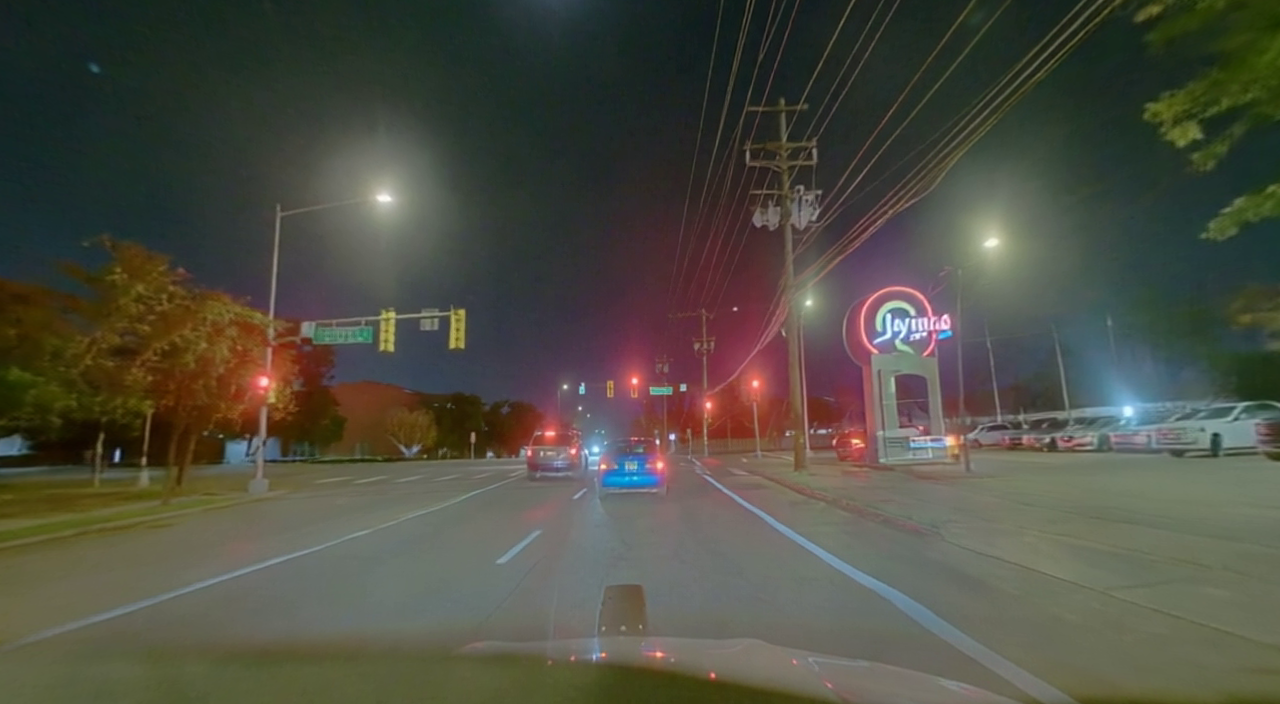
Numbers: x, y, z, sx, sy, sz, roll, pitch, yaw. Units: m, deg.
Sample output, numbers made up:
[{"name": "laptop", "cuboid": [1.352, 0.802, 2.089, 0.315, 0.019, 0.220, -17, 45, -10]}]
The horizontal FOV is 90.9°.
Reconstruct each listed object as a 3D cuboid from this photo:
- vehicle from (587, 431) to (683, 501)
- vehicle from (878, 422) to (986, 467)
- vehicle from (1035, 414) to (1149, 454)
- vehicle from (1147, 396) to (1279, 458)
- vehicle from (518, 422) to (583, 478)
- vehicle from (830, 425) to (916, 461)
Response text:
[{"name": "vehicle", "cuboid": [-0.185, 2.770, 15.727, 2.070, 1.481, 4.216, 0, -8, -2]}, {"name": "vehicle", "cuboid": [10.410, 3.361, 22.877, 1.888, 1.455, 4.268, 0, -8, 0]}, {"name": "vehicle", "cuboid": [18.614, 3.401, 25.949, 4.446, 1.511, 1.977, 4, -10, -29]}, {"name": "vehicle", "cuboid": [19.299, 2.454, 20.705, 4.261, 1.752, 2.151, 1, -11, -23]}, {"name": "vehicle", "cuboid": [-3.182, 3.570, 23.131, 2.106, 1.852, 4.512, 1, -8, -6]}, {"name": "vehicle", "cuboid": [10.532, 4.176, 28.885, 1.842, 1.471, 4.481, 1, -8, -6]}]
